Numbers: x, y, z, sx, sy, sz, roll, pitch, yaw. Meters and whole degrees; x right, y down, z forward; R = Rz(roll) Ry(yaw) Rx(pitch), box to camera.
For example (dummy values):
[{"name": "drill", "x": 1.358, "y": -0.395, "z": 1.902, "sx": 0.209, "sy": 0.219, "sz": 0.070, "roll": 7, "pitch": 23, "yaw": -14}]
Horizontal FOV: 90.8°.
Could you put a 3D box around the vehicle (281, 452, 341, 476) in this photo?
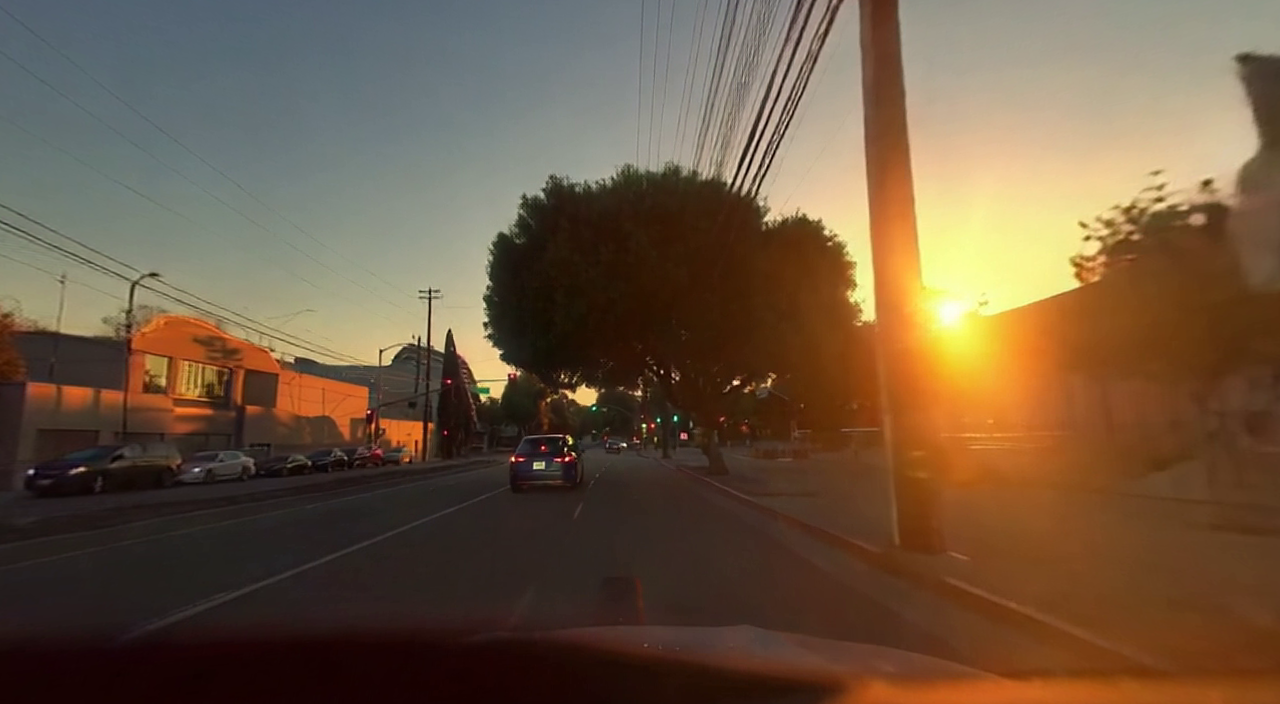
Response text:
[{"name": "vehicle", "x": -21.639, "y": 7.384, "z": 41.799, "sx": 1.790, "sy": 1.415, "sz": 4.450, "roll": 0, "pitch": -9, "yaw": -3}]

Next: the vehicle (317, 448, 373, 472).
[{"name": "vehicle", "x": -21.689, "y": 7.905, "z": 46.595, "sx": 1.989, "sy": 1.689, "sz": 4.388, "roll": 0, "pitch": -9, "yaw": 0}]

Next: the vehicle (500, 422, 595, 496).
[{"name": "vehicle", "x": -2.347, "y": 2.854, "z": 17.135, "sx": 2.022, "sy": 1.757, "sz": 4.041, "roll": 0, "pitch": -9, "yaw": -1}]

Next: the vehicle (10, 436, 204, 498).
[{"name": "vehicle", "x": -20.980, "y": 4.528, "z": 25.458, "sx": 2.369, "sy": 2.159, "sz": 6.388, "roll": 0, "pitch": -9, "yaw": -2}]

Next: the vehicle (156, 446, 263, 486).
[{"name": "vehicle", "x": -21.063, "y": 5.549, "z": 31.202, "sx": 2.015, "sy": 1.815, "sz": 4.856, "roll": 0, "pitch": -9, "yaw": -3}]
